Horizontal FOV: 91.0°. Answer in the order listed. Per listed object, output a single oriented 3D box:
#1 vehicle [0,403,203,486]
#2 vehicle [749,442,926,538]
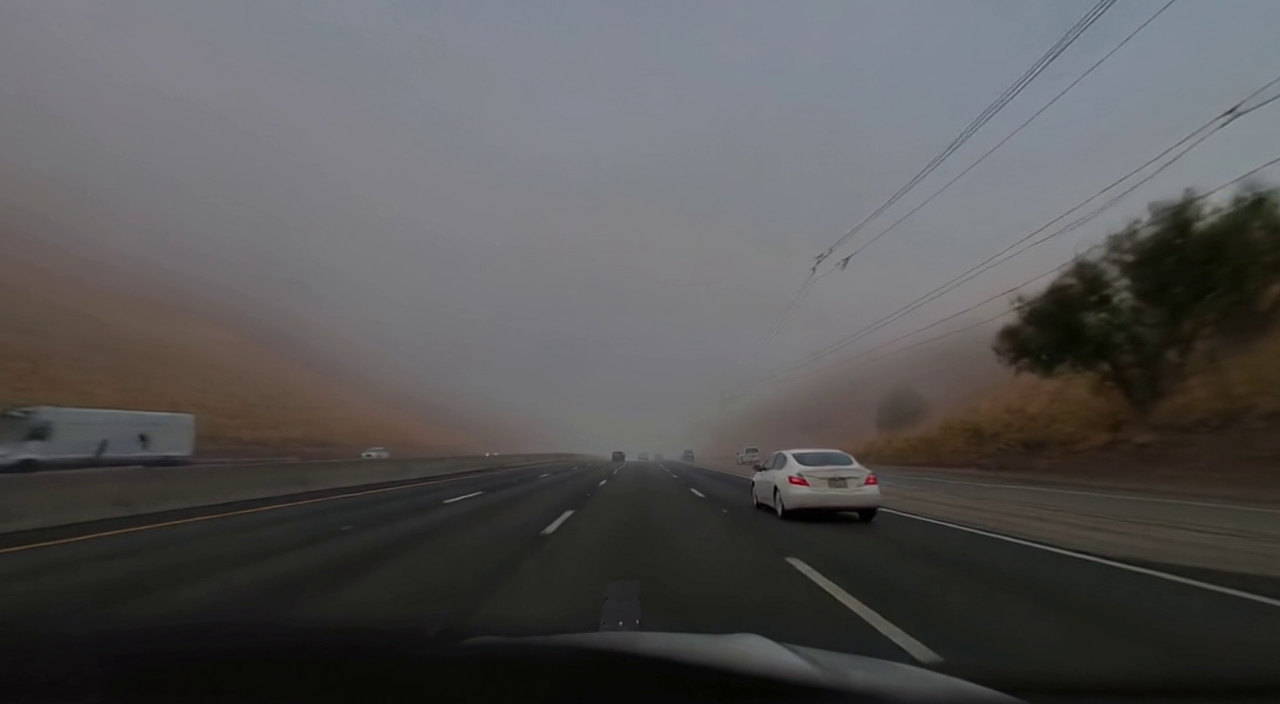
[{"bbox_3d":[-25.448,4.339,29.613,2.932,3.269,9.533,0,-8,0],"label":"vehicle"},{"bbox_3d":[3.618,2.586,12.532,2.086,1.542,4.355,0,-8,0],"label":"vehicle"}]
